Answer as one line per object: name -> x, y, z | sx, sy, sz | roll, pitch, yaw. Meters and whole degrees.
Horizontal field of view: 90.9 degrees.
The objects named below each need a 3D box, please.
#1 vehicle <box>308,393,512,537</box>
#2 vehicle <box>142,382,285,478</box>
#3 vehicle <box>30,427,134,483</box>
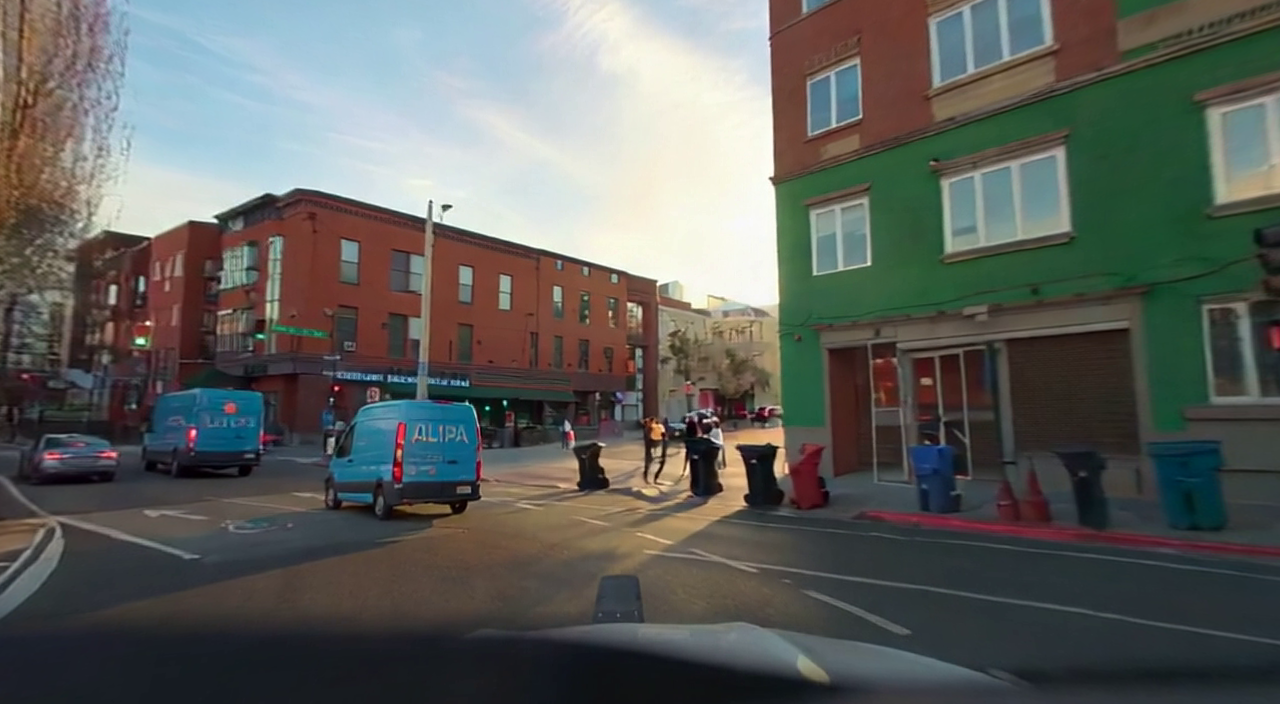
vehicle -> -4.075, 1.821, 10.737 | 1.951, 1.907, 4.266 | 6, -10, -38
vehicle -> -14.300, 2.630, 20.925 | 6.504, 2.703, 2.333 | -7, -11, 43
vehicle -> -16.452, 2.989, 18.518 | 3.426, 1.461, 1.841 | -7, -11, 43
